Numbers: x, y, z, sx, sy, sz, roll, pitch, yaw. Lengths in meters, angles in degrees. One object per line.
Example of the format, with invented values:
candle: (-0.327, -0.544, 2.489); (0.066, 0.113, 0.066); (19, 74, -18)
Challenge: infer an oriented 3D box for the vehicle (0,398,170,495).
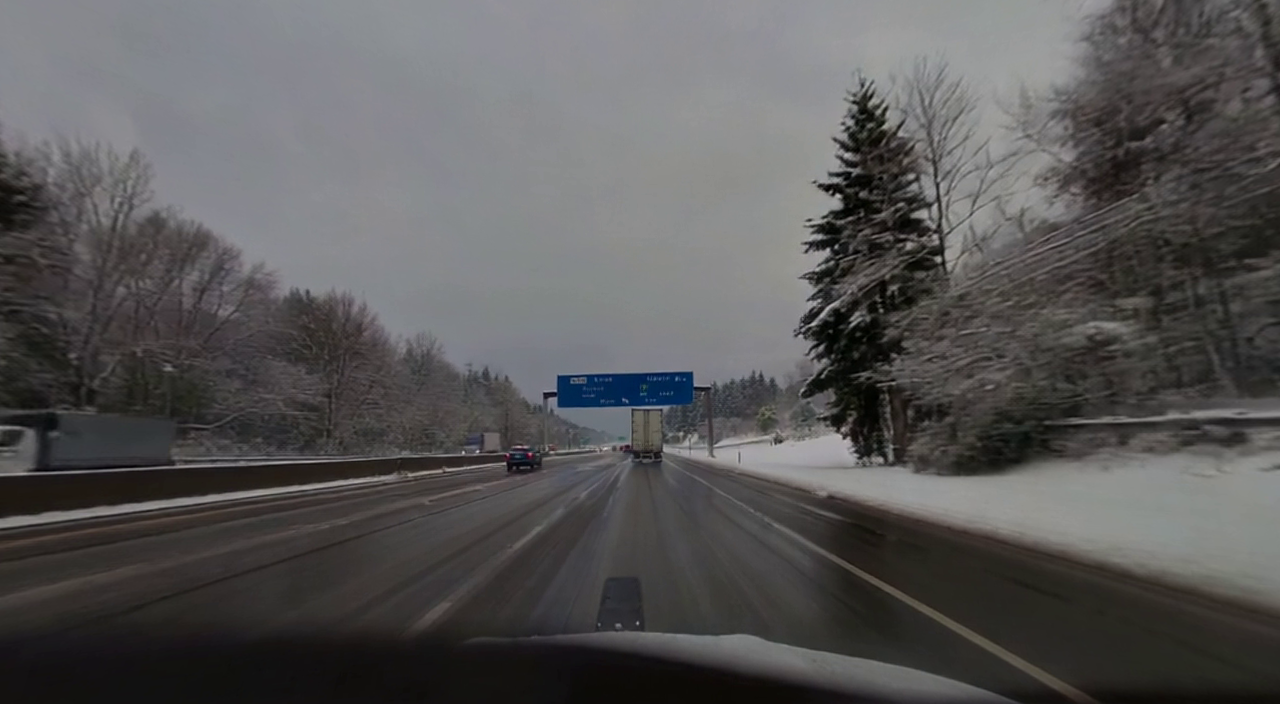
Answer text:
vehicle: (-23.864, 3.817, 25.238); (2.944, 3.338, 9.147); (0, -9, 0)

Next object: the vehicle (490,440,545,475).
vehicle: (-6.643, 5.785, 34.733); (2.119, 1.754, 4.404); (0, -9, 1)

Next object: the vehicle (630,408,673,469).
vehicle: (0.776, 6.921, 49.399); (2.901, 4.032, 14.338); (0, -9, 0)
